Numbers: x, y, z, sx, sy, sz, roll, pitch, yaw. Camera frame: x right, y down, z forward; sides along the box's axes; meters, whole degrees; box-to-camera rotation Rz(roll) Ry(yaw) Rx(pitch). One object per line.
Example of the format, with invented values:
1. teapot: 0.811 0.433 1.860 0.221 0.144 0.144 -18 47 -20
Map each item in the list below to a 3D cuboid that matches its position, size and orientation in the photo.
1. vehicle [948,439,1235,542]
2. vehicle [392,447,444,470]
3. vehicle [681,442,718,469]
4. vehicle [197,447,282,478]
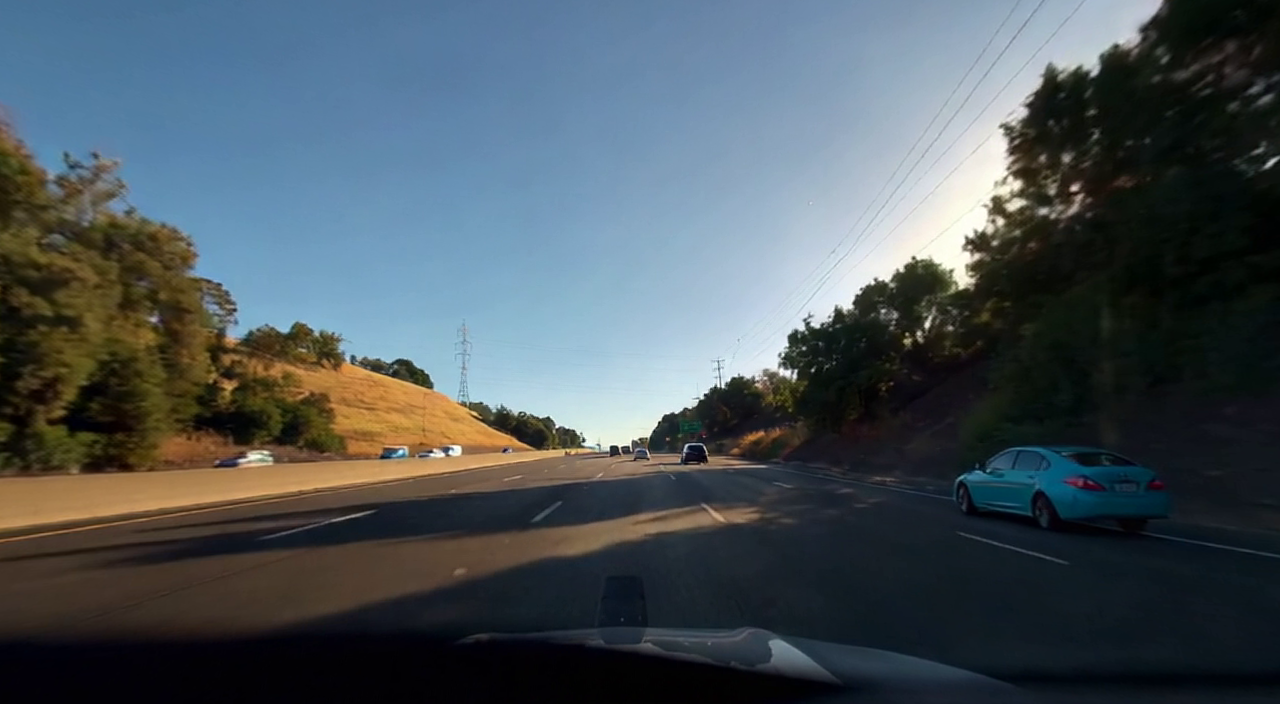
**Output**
1. vehicle: 8.103 2.489 12.097 1.970 1.545 4.818 0 -8 0
2. vehicle: -15.884 7.622 45.313 1.905 1.556 4.773 0 -9 2
3. vehicle: 4.108 7.209 44.137 2.159 1.782 4.673 0 -8 0
4. vehicle: -23.520 6.464 37.191 1.962 1.642 4.490 0 -8 1
